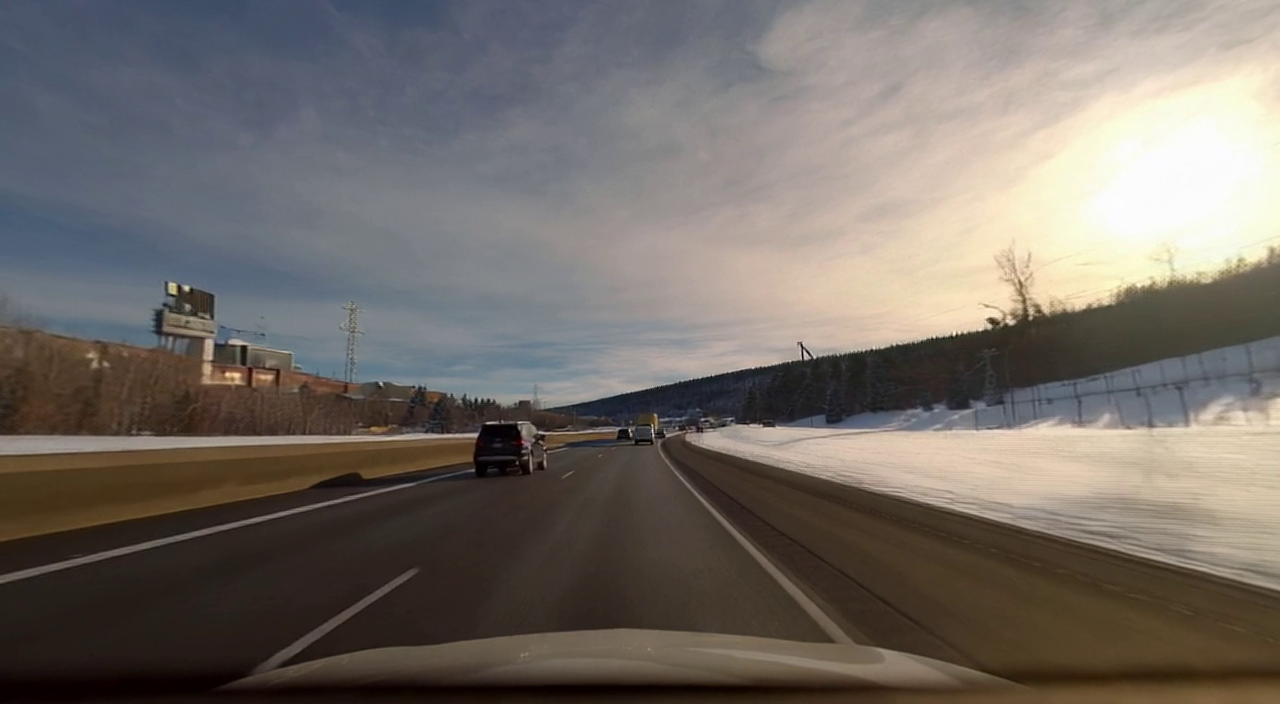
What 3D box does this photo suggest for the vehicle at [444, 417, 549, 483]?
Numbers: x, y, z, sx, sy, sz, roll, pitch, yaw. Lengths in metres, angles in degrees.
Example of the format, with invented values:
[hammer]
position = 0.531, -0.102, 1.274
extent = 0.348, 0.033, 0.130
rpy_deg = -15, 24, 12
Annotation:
[vehicle]
position = -4.008, 2.827, 18.403
extent = 2.018, 1.678, 4.312
rpy_deg = 0, -8, 1
